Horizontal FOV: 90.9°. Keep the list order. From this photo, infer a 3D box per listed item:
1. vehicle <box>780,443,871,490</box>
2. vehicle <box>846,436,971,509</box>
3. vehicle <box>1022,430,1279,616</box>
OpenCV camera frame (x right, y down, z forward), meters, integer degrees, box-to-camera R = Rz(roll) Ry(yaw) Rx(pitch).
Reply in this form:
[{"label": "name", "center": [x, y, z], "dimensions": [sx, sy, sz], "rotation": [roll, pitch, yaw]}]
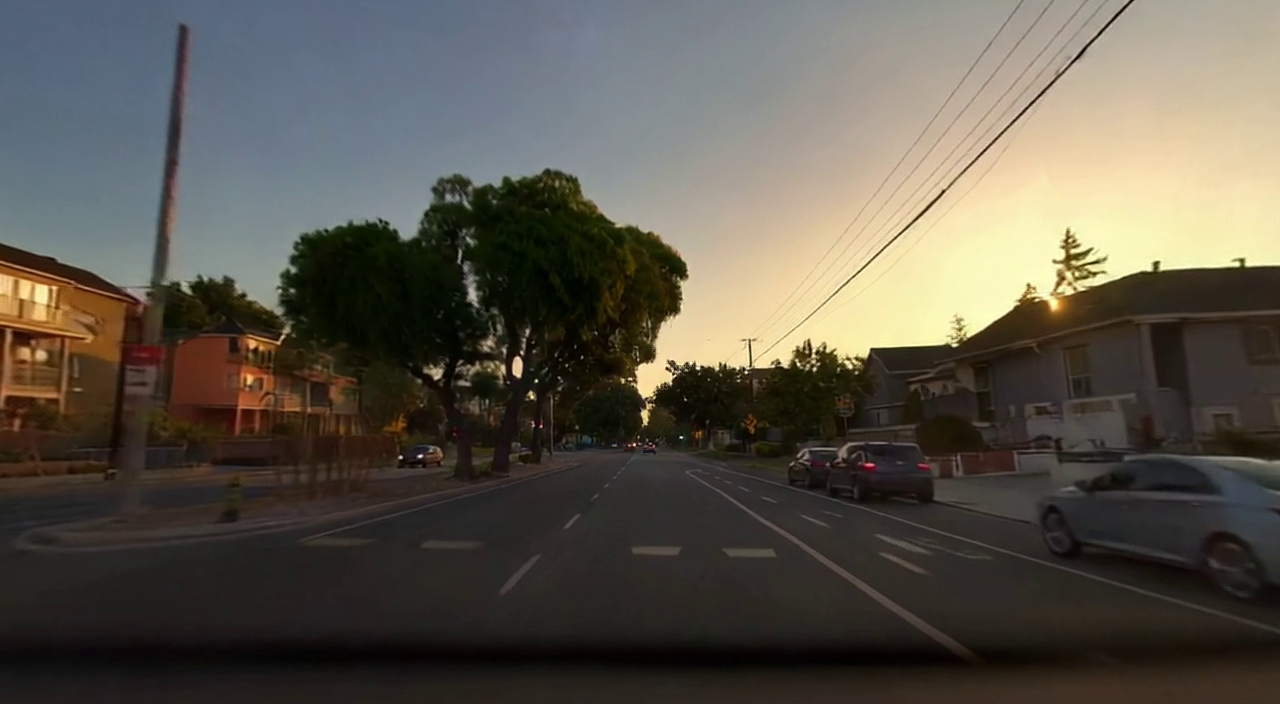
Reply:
[{"label": "vehicle", "center": [6.323, 3.936, 22.039], "dimensions": [1.974, 1.444, 4.494], "rotation": [0, -9, 2]}, {"label": "vehicle", "center": [6.400, 2.876, 15.416], "dimensions": [1.752, 1.590, 3.090], "rotation": [-1, -9, 2]}, {"label": "vehicle", "center": [6.221, 1.581, 6.409], "dimensions": [1.976, 1.498, 4.390], "rotation": [0, -9, 1]}]
